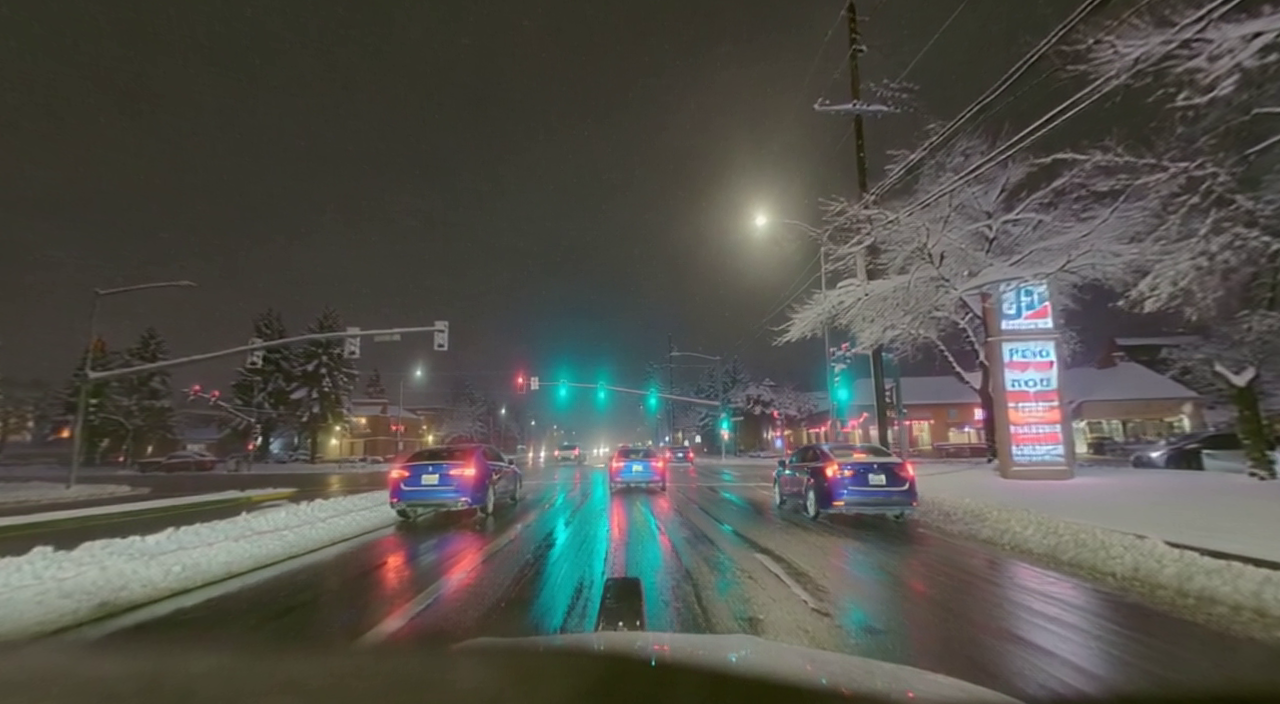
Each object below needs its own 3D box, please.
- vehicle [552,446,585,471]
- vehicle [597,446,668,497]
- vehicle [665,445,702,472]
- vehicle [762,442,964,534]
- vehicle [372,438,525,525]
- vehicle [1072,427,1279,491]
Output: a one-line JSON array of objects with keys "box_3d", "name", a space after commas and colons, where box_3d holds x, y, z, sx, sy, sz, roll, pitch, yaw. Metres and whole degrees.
[{"box_3d": [-4.914, 7.345, 43.853, 1.932, 1.606, 4.157, 0, -9, -1], "name": "vehicle"}, {"box_3d": [-0.291, 3.805, 20.612, 2.072, 1.473, 4.139, 0, -9, -2], "name": "vehicle"}, {"box_3d": [2.822, 7.038, 42.096, 1.986, 1.660, 4.006, 0, -9, -3], "name": "vehicle"}, {"box_3d": [4.122, 2.585, 12.789, 2.119, 1.479, 4.910, 0, -9, -2], "name": "vehicle"}, {"box_3d": [-3.941, 2.730, 13.989, 2.035, 1.564, 4.702, 0, -9, -1], "name": "vehicle"}, {"box_3d": [15.815, 3.067, 18.346, 4.941, 1.697, 2.128, 0, -9, -2], "name": "vehicle"}]
